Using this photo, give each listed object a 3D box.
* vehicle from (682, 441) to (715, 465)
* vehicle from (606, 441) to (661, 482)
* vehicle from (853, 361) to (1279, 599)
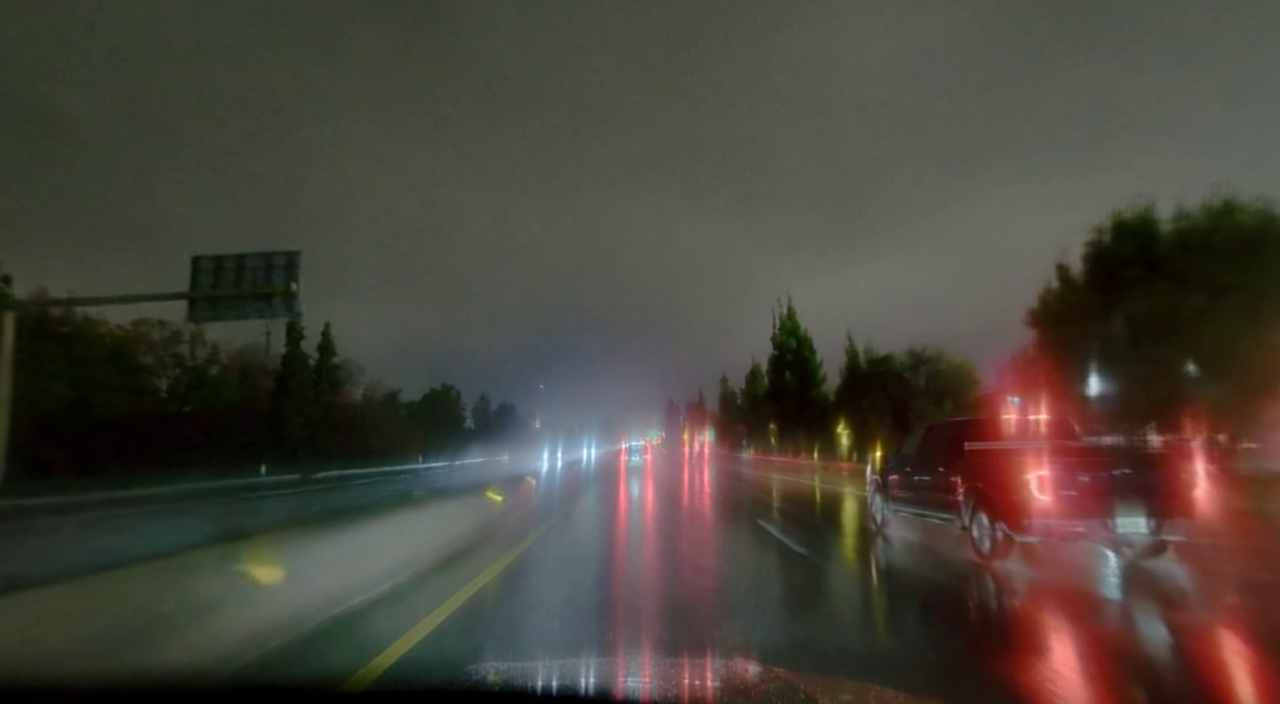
[{"bbox_3d":[4.060,7.066,44.068,1.936,1.589,3.915,0,-9,-1],"label":"vehicle"},{"bbox_3d":[-0.257,4.360,25.179,2.029,1.483,3.769,0,-9,0],"label":"vehicle"},{"bbox_3d":[4.593,1.409,7.621,2.261,1.952,4.784,0,-9,0],"label":"vehicle"}]
